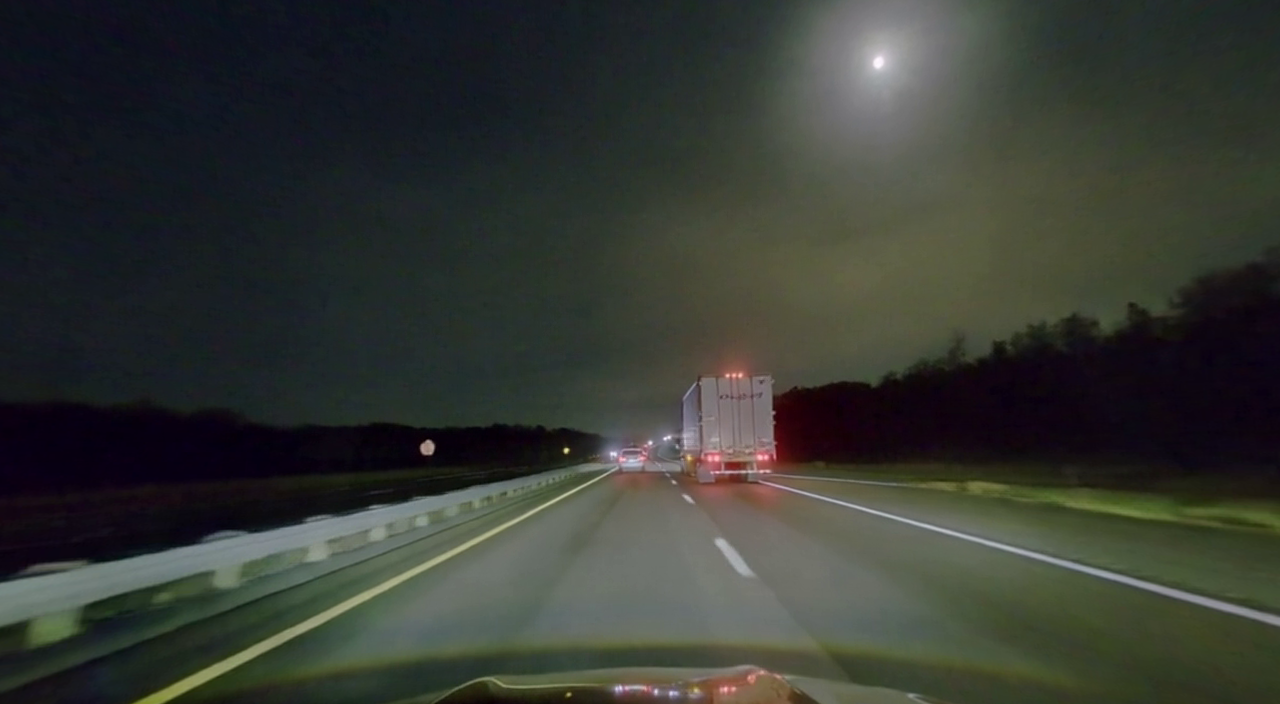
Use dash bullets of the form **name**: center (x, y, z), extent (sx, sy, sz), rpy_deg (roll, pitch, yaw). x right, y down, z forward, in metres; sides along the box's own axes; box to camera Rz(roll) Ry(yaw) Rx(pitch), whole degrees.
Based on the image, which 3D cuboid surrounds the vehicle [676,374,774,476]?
- **vehicle**: center (3.958, 4.155, 33.433), extent (3.167, 4.180, 14.924), rpy_deg (1, -9, 0)

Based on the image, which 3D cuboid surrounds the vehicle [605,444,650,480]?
- **vehicle**: center (-0.572, 5.585, 32.092), extent (2.160, 1.691, 4.243), rpy_deg (0, -9, 1)
